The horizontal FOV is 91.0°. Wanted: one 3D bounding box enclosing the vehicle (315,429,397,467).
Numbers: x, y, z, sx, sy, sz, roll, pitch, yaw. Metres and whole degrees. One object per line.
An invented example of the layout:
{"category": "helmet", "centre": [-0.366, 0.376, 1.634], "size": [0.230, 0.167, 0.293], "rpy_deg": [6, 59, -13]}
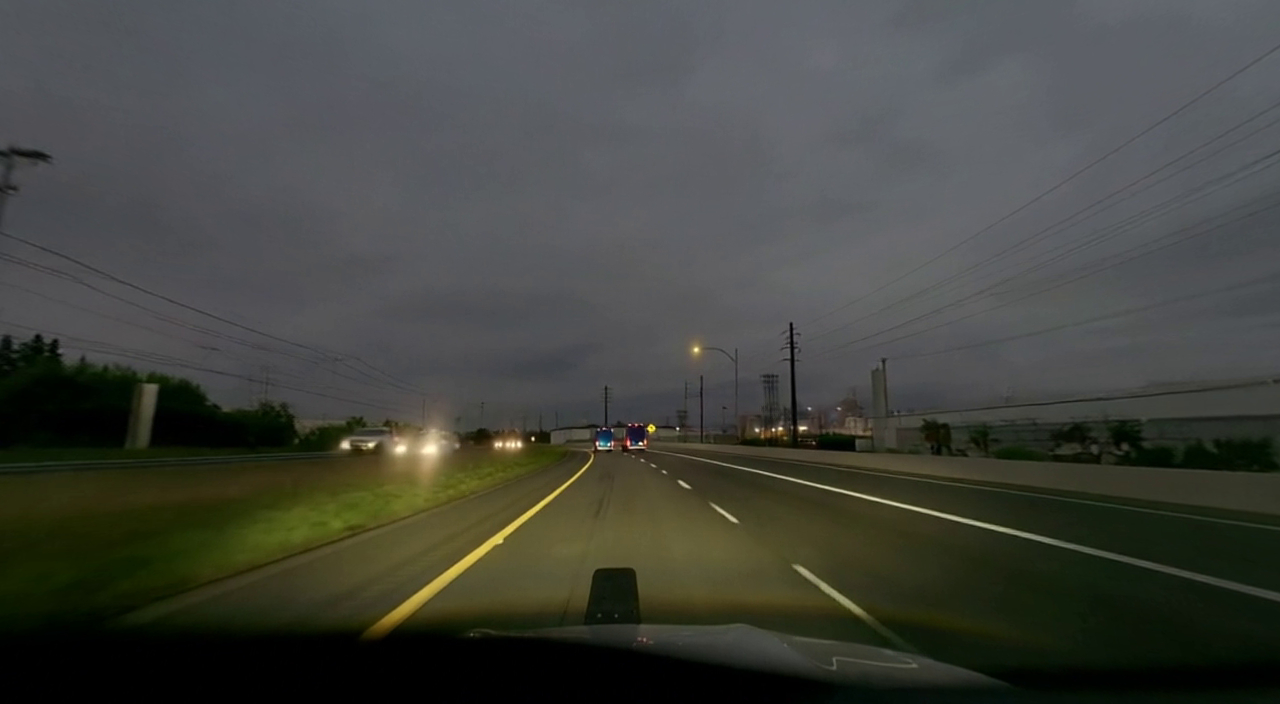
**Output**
{"category": "vehicle", "centre": [-12.830, 4.349, 28.755], "size": [1.891, 1.569, 4.069], "rpy_deg": [0, -8, -1]}

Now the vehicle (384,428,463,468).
{"category": "vehicle", "centre": [-8.900, 3.983, 26.272], "size": [1.857, 1.503, 4.438], "rpy_deg": [0, -8, -2]}
